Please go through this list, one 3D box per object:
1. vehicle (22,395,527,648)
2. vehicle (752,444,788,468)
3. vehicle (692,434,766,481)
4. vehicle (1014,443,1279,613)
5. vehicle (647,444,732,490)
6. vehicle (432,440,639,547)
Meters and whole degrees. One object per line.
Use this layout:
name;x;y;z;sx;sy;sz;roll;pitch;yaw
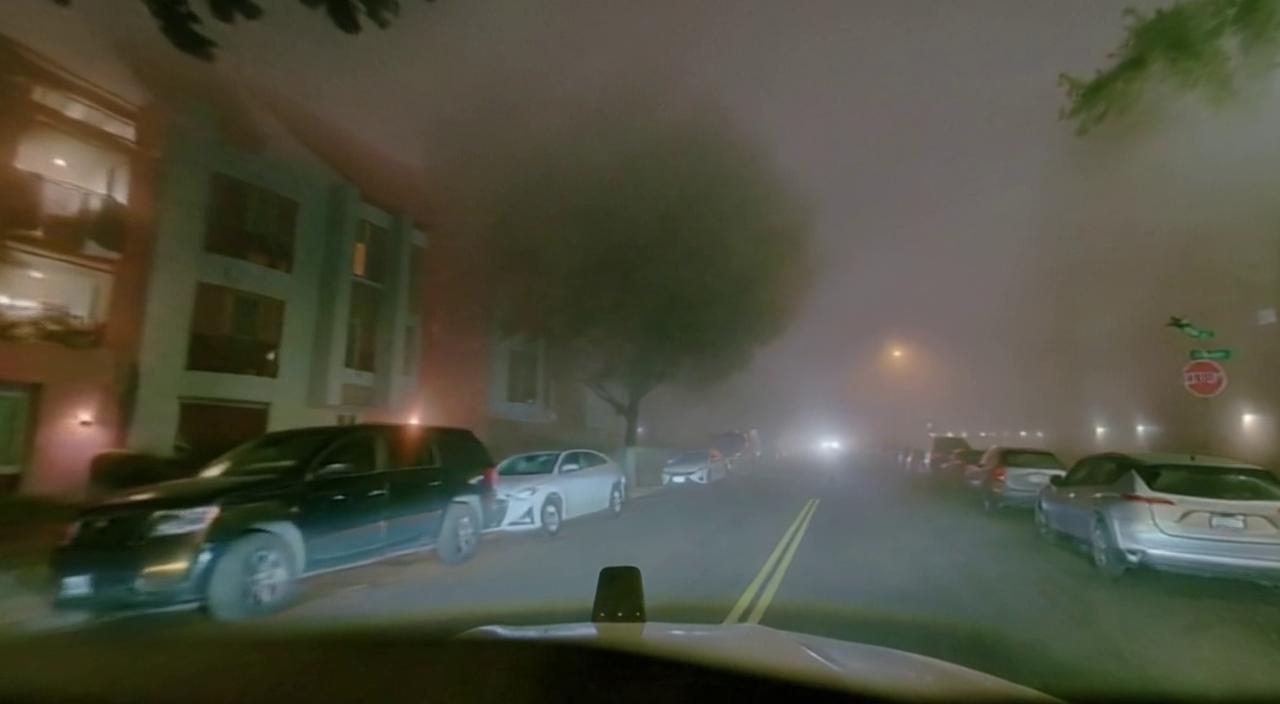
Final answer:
vehicle;-3.199;1.535;6.917;1.946;1.744;4.584;-3;-9;17
vehicle;8.729;6.875;42.045;1.939;1.513;4.401;-2;-9;16
vehicle;4.157;4.696;28.616;2.229;1.869;5.791;-4;-8;18
vehicle;6.277;1.829;7.551;2.084;1.441;4.402;-2;-9;17
vehicle;1.879;4.052;22.672;1.921;1.463;4.313;-3;-9;20
vehicle;-1.599;2.398;11.635;1.902;1.478;4.696;-3;-8;16
